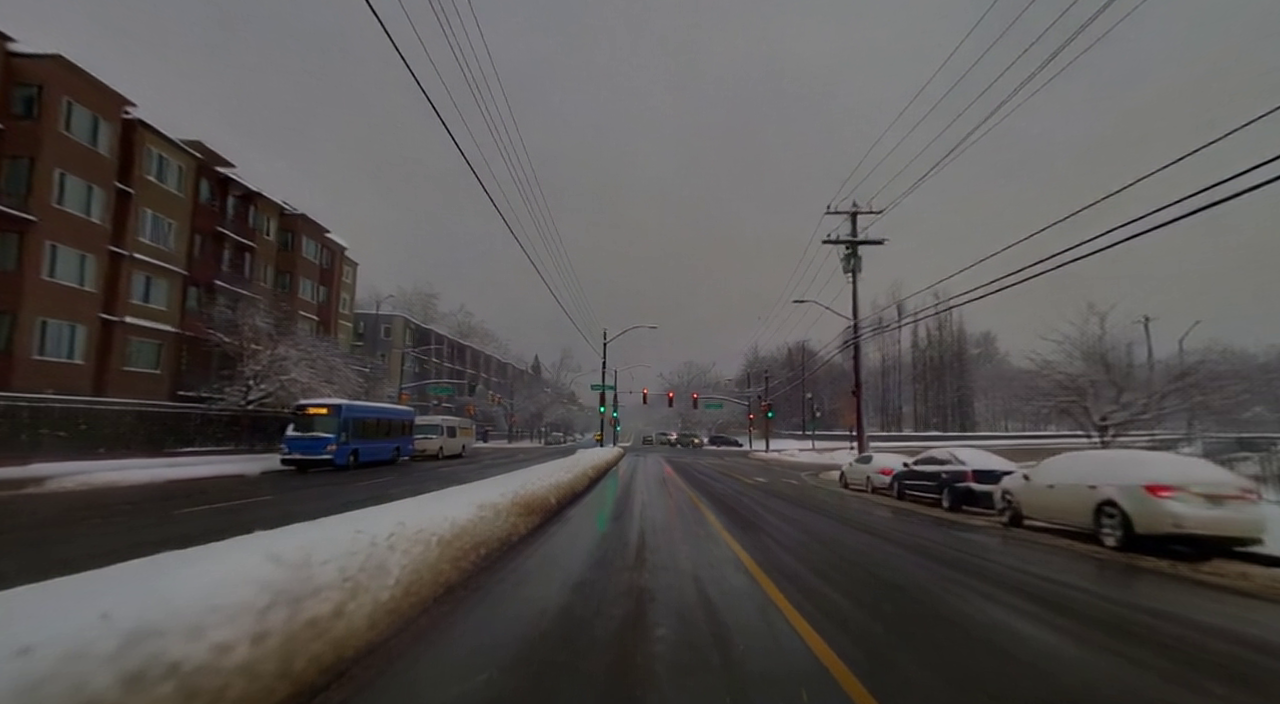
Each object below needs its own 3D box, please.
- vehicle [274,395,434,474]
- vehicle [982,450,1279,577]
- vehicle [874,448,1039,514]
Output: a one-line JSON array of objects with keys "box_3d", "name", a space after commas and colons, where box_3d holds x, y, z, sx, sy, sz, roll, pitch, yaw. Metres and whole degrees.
[{"box_3d": [-13.797, 4.221, 31.917, 3.060, 3.307, 9.997, 0, -8, 2], "name": "vehicle"}, {"box_3d": [7.991, 2.459, 10.548, 1.997, 1.517, 4.755, 1, -8, 1], "name": "vehicle"}, {"box_3d": [8.119, 3.312, 16.844, 1.996, 1.473, 4.740, 0, -8, 1], "name": "vehicle"}]
